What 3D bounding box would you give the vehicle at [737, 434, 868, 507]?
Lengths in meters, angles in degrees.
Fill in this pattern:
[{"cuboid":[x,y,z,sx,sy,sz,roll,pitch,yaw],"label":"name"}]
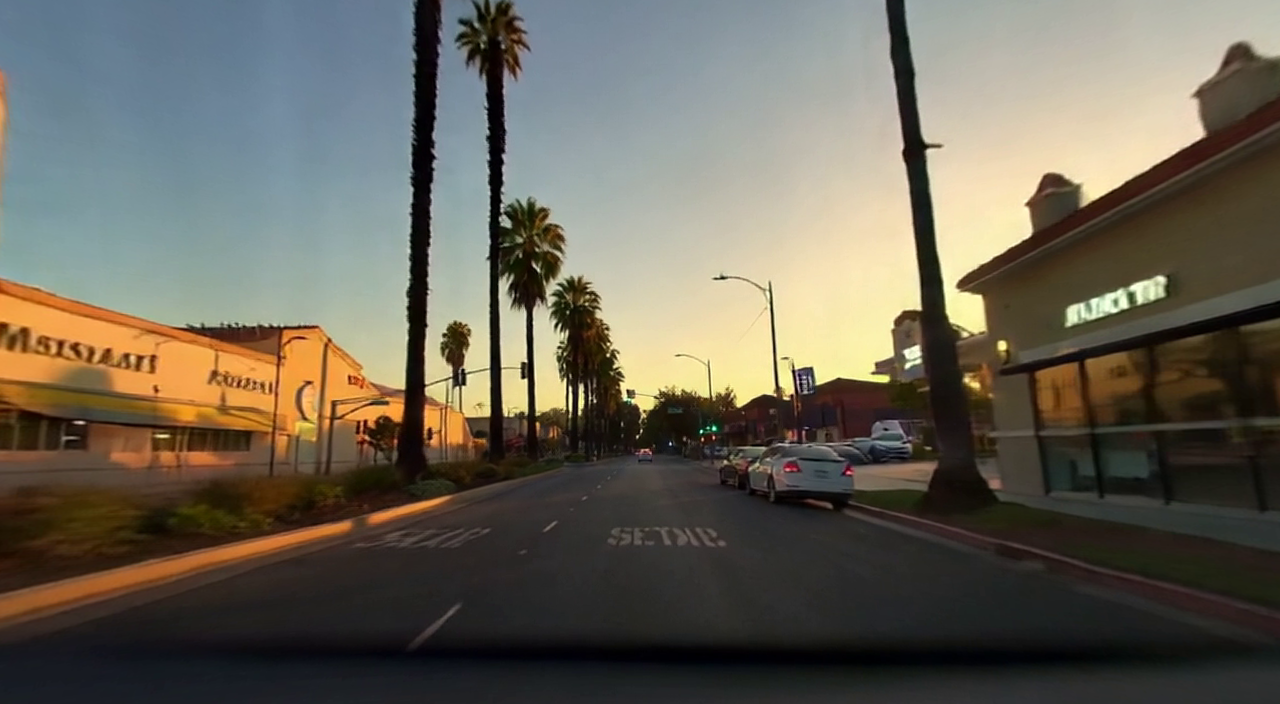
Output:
[{"cuboid":[4.118,3.112,16.840,2.089,1.652,4.668,1,-9,-2],"label":"vehicle"}]
